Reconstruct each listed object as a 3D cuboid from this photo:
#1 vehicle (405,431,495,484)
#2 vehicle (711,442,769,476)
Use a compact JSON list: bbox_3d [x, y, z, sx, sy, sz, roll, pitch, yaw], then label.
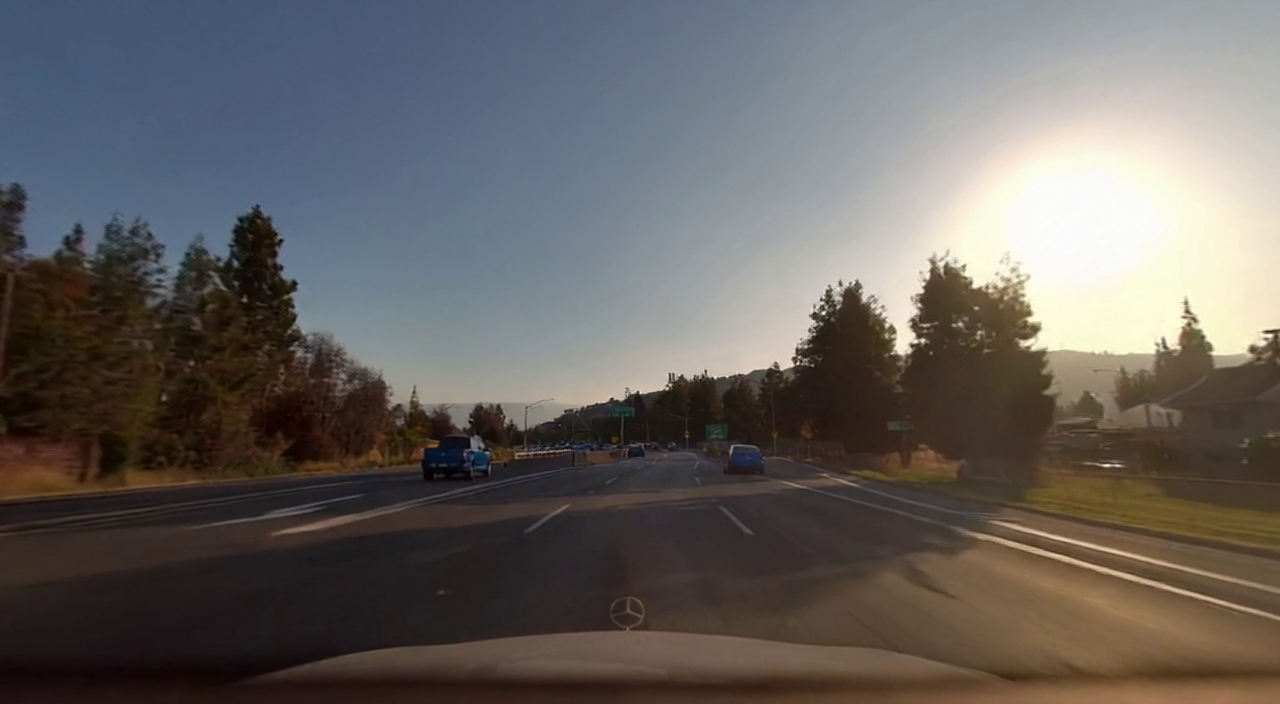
[{"bbox_3d":[-7.343,4.131,24.976,2.122,1.847,4.696,0,-8,-1],"label":"vehicle"},{"bbox_3d":[4.577,4.954,29.504,2.100,1.472,4.533,0,-8,2],"label":"vehicle"}]
